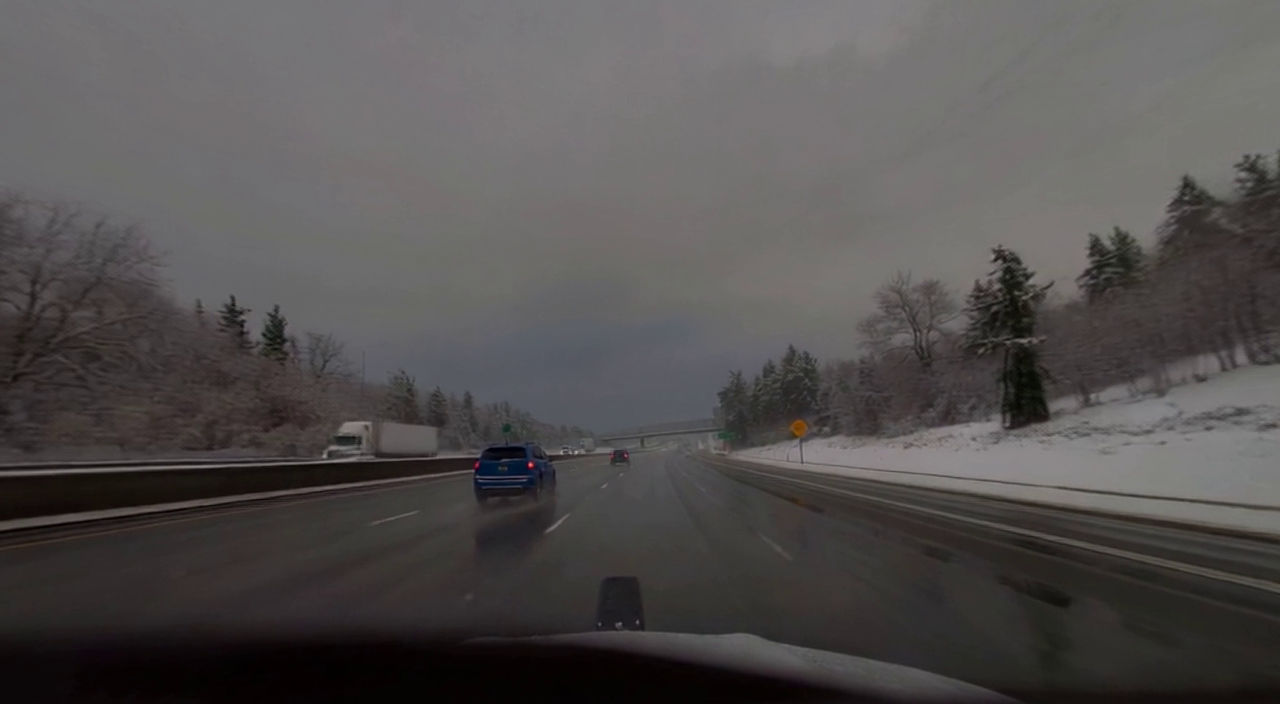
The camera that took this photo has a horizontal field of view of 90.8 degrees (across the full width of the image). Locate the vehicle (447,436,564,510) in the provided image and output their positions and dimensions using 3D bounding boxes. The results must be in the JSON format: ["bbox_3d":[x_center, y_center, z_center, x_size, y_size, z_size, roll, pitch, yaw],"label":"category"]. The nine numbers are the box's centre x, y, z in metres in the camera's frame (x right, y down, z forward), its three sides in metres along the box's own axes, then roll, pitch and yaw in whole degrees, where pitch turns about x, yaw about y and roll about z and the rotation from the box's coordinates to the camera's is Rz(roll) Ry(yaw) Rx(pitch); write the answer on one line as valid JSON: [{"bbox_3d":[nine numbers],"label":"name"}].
[{"bbox_3d":[-3.250,3.008,16.190,2.016,1.623,4.126,0,-8,1],"label":"vehicle"}]

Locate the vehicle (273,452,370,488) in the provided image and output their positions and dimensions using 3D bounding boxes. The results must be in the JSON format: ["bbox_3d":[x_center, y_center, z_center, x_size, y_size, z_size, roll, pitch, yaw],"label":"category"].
[{"bbox_3d":[-14.365,5.322,28.793,1.906,1.458,4.581,0,-8,2],"label":"vehicle"}]

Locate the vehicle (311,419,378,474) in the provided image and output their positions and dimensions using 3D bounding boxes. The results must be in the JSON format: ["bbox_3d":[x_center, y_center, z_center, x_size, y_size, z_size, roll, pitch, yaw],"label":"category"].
[{"bbox_3d":[-22.226,7.118,47.672,2.979,3.977,3.790,0,-8,2],"label":"vehicle"}]
